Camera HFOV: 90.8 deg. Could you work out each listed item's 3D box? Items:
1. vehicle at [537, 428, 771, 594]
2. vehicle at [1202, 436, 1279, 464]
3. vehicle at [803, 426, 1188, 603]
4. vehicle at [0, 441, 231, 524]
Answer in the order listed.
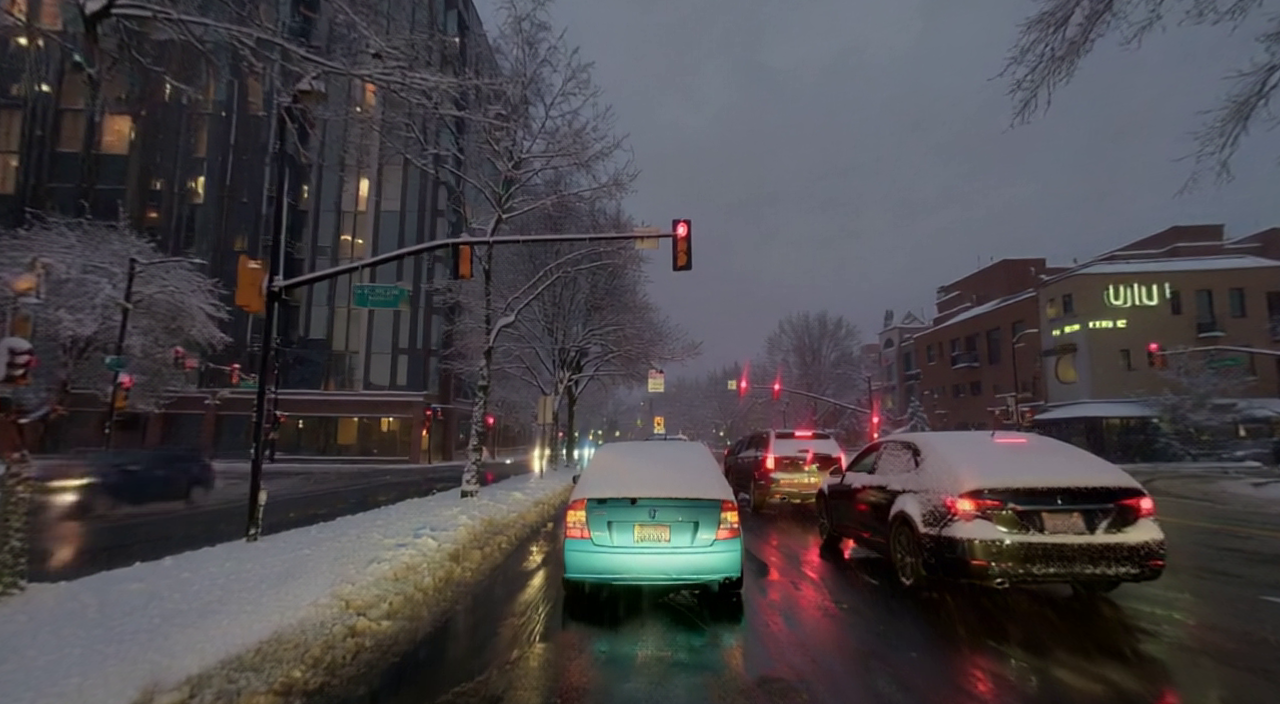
[{"bbox_3d":[0.091,1.733,7.727,2.087,1.468,4.014,0,-9,-1],"label":"vehicle"},{"bbox_3d":[35.207,5.627,36.133,4.190,1.535,1.998,0,-9,-1],"label":"vehicle"},{"bbox_3d":[3.642,1.737,7.736,2.018,1.491,4.544,0,-9,-1],"label":"vehicle"},{"bbox_3d":[-12.276,2.979,15.040,2.009,1.642,4.482,0,-9,0],"label":"vehicle"}]
